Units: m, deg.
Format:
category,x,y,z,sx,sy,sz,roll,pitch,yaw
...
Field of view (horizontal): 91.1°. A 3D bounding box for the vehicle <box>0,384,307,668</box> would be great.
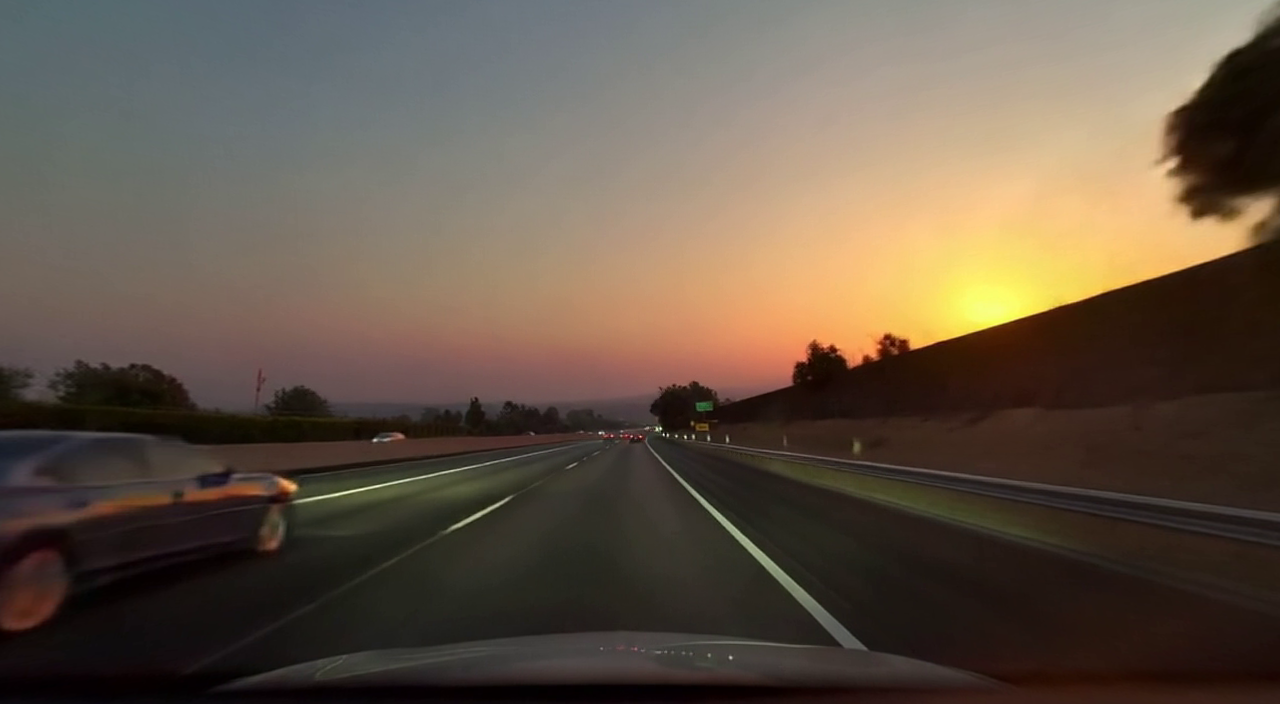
category,x,y,z,sx,sy,sz,roll,pitch,yaw
vehicle,-4.561,1.037,4.078,2.149,1.532,4.905,0,-8,0
